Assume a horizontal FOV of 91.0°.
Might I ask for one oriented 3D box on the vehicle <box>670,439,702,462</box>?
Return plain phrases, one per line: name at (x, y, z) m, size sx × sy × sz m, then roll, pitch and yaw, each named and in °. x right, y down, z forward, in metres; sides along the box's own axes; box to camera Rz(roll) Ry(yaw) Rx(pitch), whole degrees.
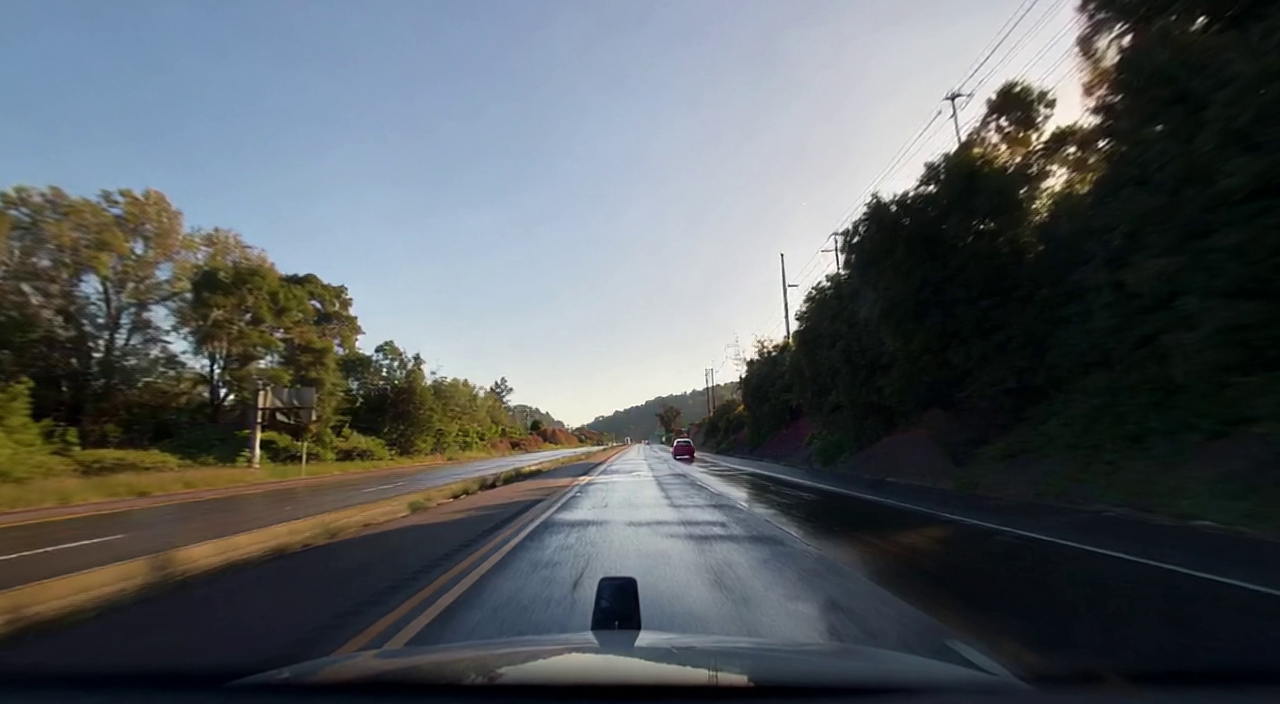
vehicle at (3.325, 7.204, 46.281) m, size 1.977 × 1.581 × 4.428 m, roll -1°, pitch -8°, yaw 0°
